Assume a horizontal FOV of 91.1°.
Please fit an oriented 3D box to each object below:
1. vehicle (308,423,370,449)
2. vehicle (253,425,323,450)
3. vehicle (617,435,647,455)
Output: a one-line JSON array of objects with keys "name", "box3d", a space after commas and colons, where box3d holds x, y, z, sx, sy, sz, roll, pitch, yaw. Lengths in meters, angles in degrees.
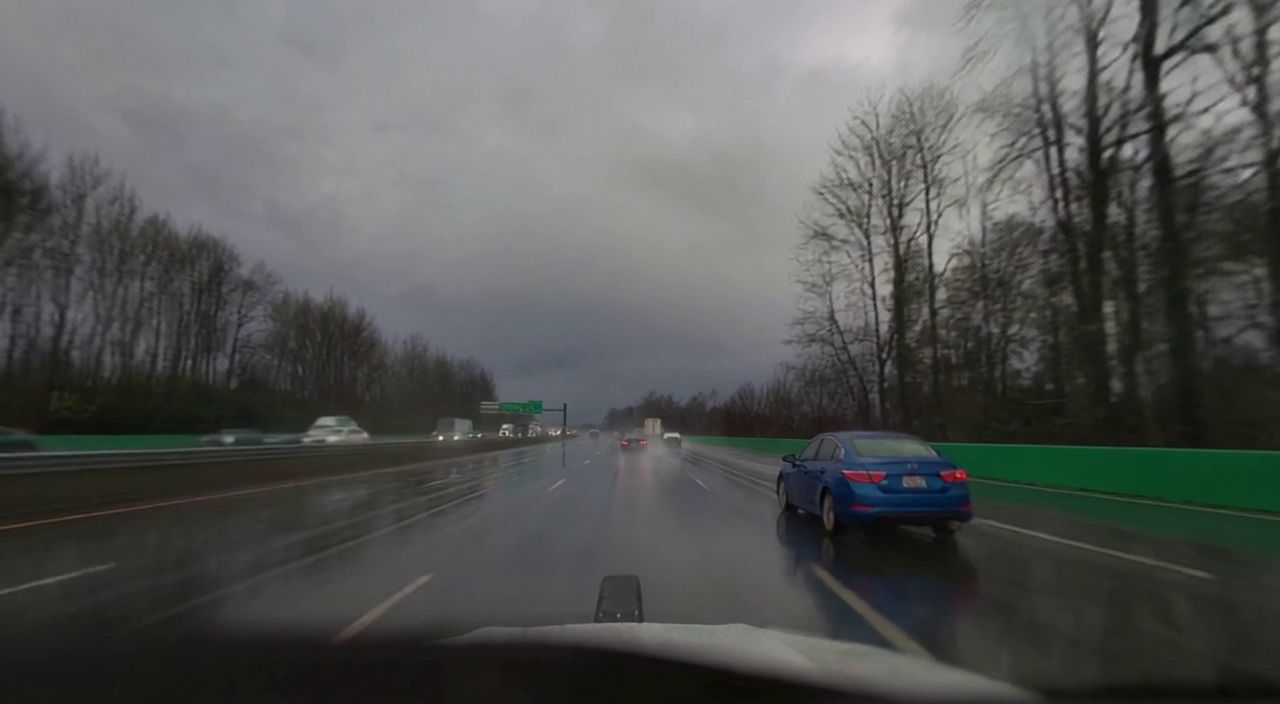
[{"name": "vehicle", "box3d": [-18.916, 5.337, 39.718, 1.881, 1.526, 4.317, 0, -8, -1]}, {"name": "vehicle", "box3d": [-22.555, 5.501, 40.513, 2.016, 1.544, 4.478, 0, -8, -1]}, {"name": "vehicle", "box3d": [-0.654, 7.034, 47.905, 2.121, 1.445, 4.187, 0, -8, -2]}]
